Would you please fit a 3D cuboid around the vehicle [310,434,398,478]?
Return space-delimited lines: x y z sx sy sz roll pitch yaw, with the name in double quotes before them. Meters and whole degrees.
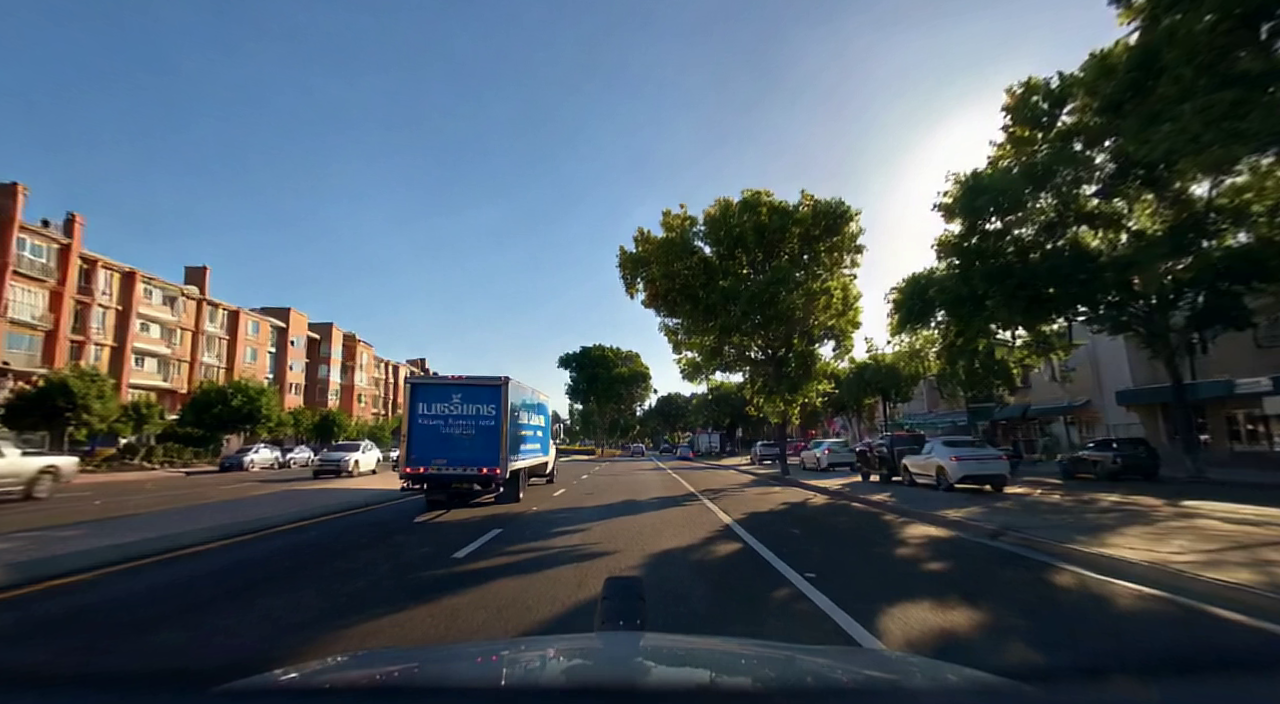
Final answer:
"vehicle" -13.352 4.872 29.868 2.041 1.863 4.639 0 -8 -2

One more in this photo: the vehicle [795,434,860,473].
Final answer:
"vehicle" 8.998 4.896 30.690 1.766 1.725 4.221 0 -8 -2

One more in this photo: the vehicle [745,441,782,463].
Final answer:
"vehicle" 9.045 7.335 46.462 1.850 1.477 3.520 0 -8 -2

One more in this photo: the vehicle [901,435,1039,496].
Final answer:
"vehicle" 9.085 3.136 17.813 1.802 1.504 3.797 0 -8 -1

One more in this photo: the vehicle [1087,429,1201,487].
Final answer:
"vehicle" 16.474 3.390 20.574 4.793 1.656 1.728 6 -10 -38

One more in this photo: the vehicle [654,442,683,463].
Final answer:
"vehicle" 2.122 7.656 48.354 1.878 1.534 4.120 0 -8 -3

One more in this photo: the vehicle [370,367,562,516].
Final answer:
"vehicle" -3.967 2.324 16.555 2.763 2.974 7.562 0 -8 1

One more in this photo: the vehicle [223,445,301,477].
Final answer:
"vehicle" -22.994 6.608 38.661 1.916 1.782 4.572 -1 -8 1
